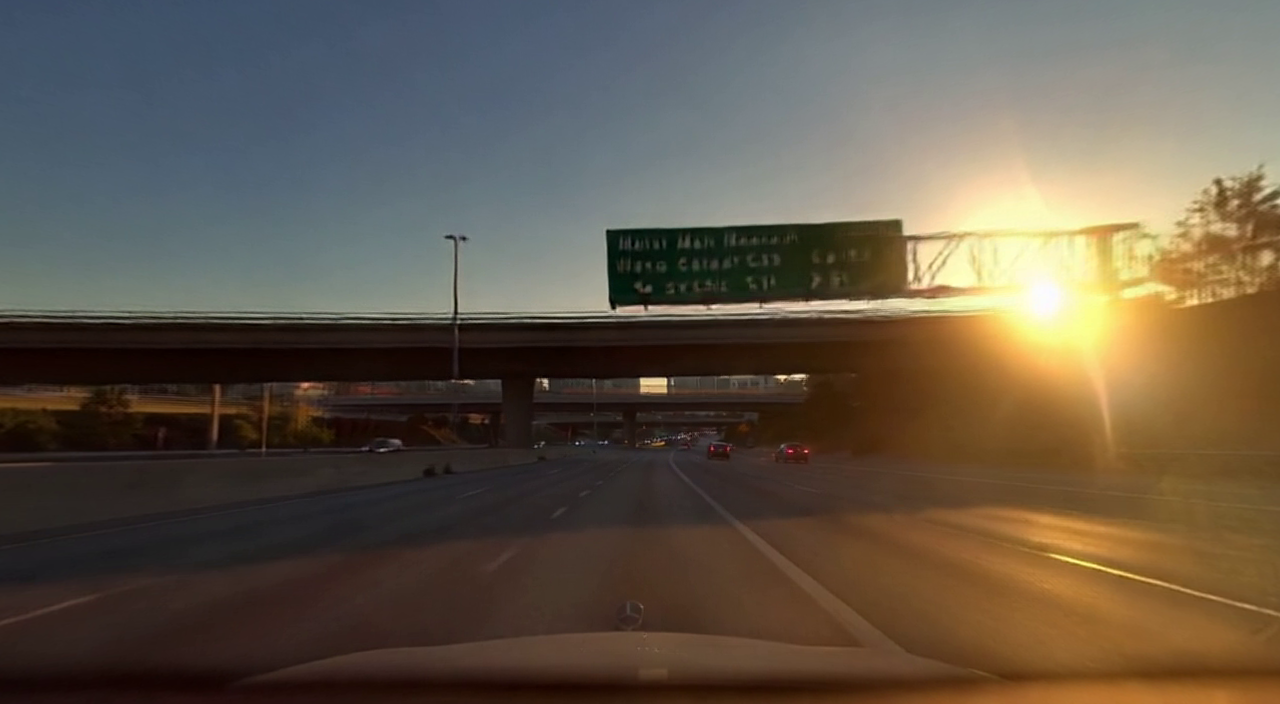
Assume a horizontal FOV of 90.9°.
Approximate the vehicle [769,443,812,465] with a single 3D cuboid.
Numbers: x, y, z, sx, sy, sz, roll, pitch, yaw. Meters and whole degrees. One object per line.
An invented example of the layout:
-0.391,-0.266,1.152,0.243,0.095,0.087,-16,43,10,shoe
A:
11.003,7.521,46.500,2.000,1.514,4.585,0,-9,0,vehicle
